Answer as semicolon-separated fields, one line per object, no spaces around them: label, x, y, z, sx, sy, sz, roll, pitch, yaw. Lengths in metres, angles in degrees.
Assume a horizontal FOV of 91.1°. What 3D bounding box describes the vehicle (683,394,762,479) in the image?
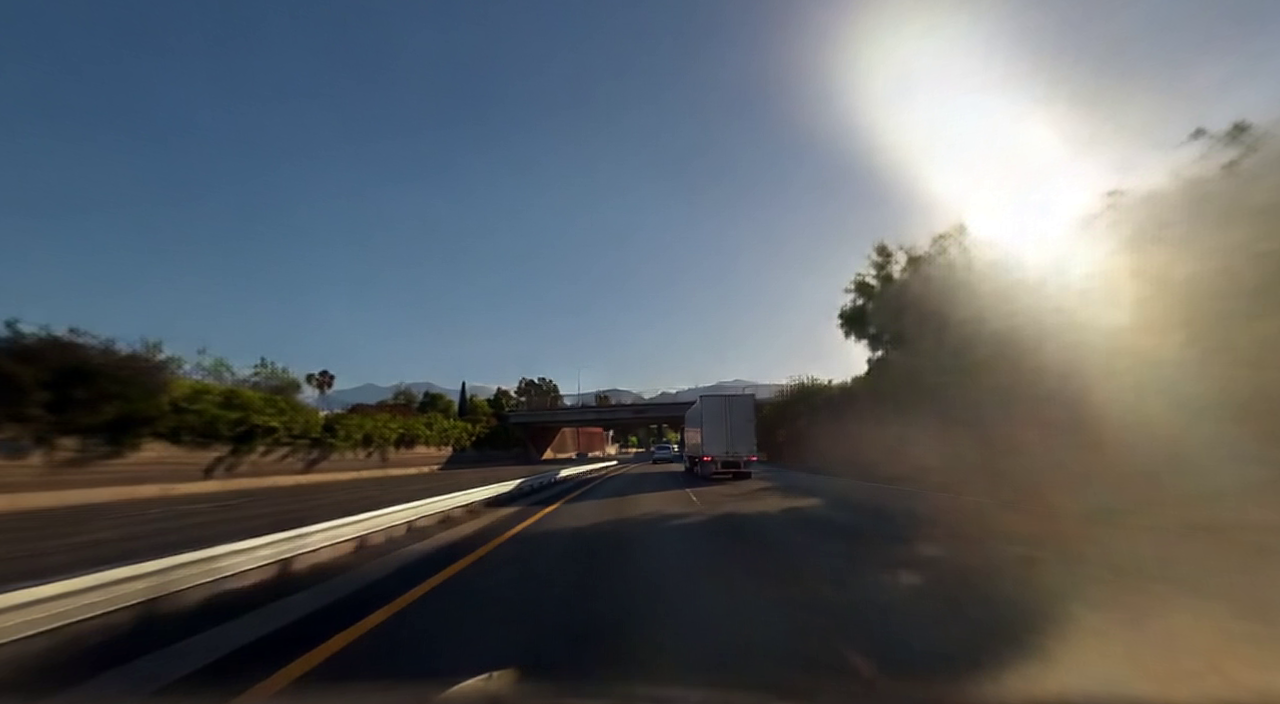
vehicle;4.358;4.977;36.368;2.965;4.028;12.529;-1;-9;1
